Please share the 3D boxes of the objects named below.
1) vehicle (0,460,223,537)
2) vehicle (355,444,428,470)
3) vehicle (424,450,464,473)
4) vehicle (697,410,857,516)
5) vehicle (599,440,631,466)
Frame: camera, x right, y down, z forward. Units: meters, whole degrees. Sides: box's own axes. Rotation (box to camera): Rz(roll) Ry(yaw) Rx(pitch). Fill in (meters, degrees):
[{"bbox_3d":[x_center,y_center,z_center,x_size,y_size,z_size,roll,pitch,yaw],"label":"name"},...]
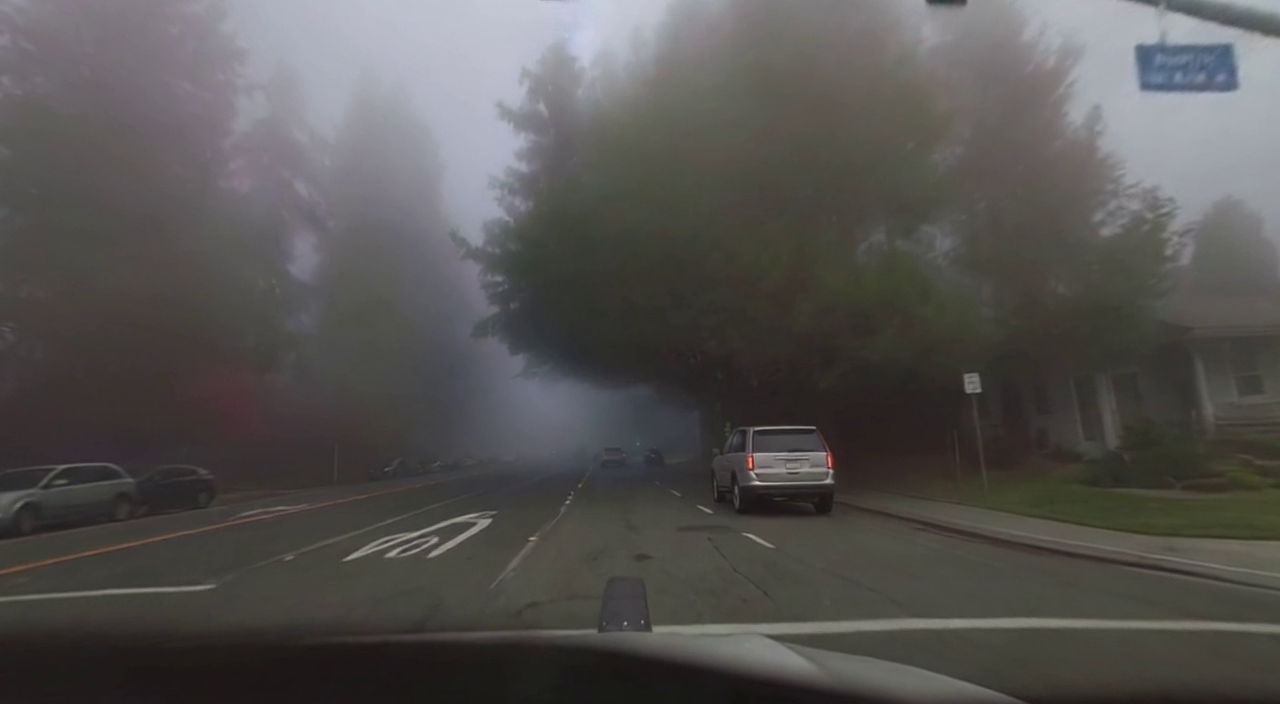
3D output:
[{"bbox_3d":[-12.895,3.516,15.765,1.965,1.416,4.613,-4,-9,-3],"label":"vehicle"},{"bbox_3d":[-19.558,8.285,49.816,4.928,1.962,2.048,0,-9,-6],"label":"vehicle"},{"bbox_3d":[-14.329,7.994,46.267,1.752,1.496,4.468,-3,-9,-4],"label":"vehicle"},{"bbox_3d":[2.990,2.622,15.380,2.338,2.063,5.592,0,-8,-3],"label":"vehicle"},{"bbox_3d":[-1.797,7.021,43.981,2.138,1.729,4.178,0,-8,-4],"label":"vehicle"}]
